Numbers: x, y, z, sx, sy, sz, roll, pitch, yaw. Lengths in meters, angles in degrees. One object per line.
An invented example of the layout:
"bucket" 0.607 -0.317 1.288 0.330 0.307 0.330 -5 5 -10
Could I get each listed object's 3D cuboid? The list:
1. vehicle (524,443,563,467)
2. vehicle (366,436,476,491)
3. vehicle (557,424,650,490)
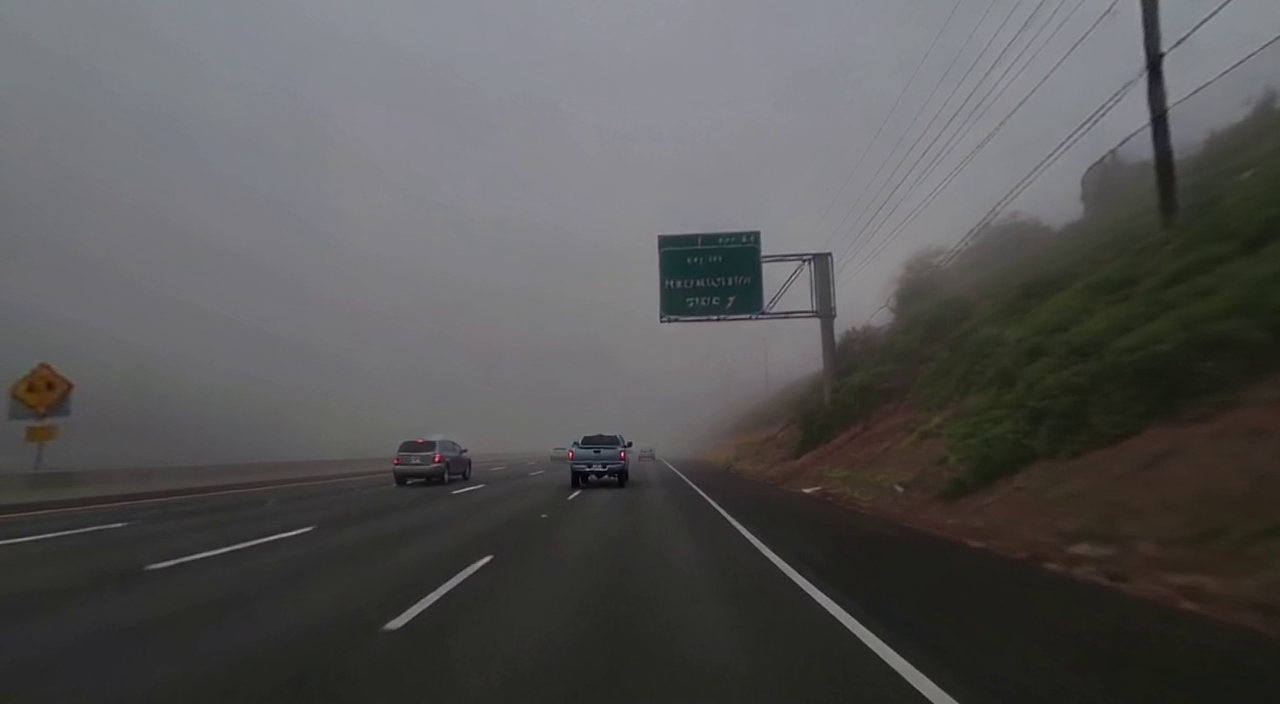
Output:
"vehicle" -7.354 7.867 48.369 2.143 1.688 4.776 0 -9 1
"vehicle" -7.172 3.685 21.191 2.055 1.618 4.457 0 -9 1
"vehicle" -1.152 3.830 23.337 2.972 2.087 6.126 0 -9 0
